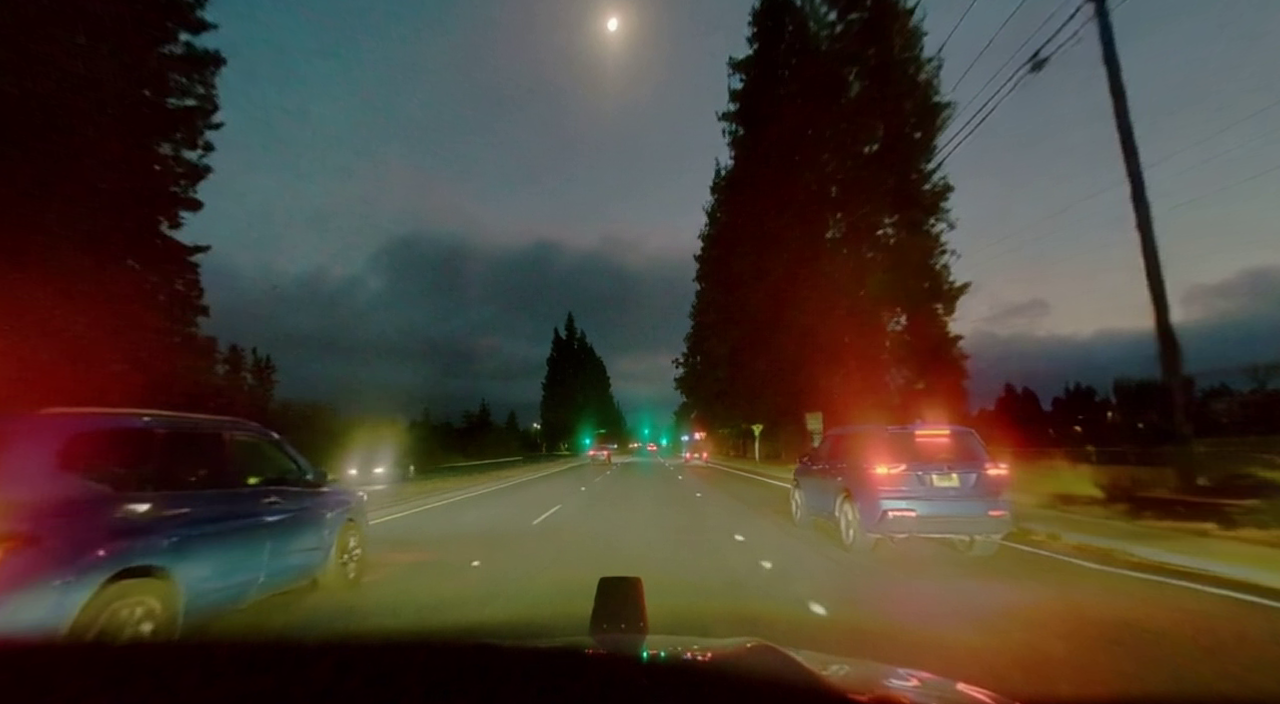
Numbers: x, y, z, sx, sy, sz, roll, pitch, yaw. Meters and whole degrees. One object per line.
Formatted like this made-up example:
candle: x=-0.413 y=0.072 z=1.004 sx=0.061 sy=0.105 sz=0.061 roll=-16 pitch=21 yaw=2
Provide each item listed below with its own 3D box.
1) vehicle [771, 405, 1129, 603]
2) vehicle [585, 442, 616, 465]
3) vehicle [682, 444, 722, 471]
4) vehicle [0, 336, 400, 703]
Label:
vehicle: x=3.223 y=1.682 z=7.902 sx=2.182 sy=1.744 sz=4.464 roll=0 pitch=-9 yaw=0
vehicle: x=-3.091 y=8.007 z=49.763 sx=2.066 sy=1.725 sz=4.241 roll=0 pitch=-8 yaw=1
vehicle: x=3.631 y=6.294 z=37.807 sx=1.906 sy=1.468 sz=4.422 roll=0 pitch=-9 yaw=0
vehicle: x=-3.604 y=1.093 z=4.251 sx=2.104 sy=1.785 sz=4.494 roll=0 pitch=-9 yaw=1
